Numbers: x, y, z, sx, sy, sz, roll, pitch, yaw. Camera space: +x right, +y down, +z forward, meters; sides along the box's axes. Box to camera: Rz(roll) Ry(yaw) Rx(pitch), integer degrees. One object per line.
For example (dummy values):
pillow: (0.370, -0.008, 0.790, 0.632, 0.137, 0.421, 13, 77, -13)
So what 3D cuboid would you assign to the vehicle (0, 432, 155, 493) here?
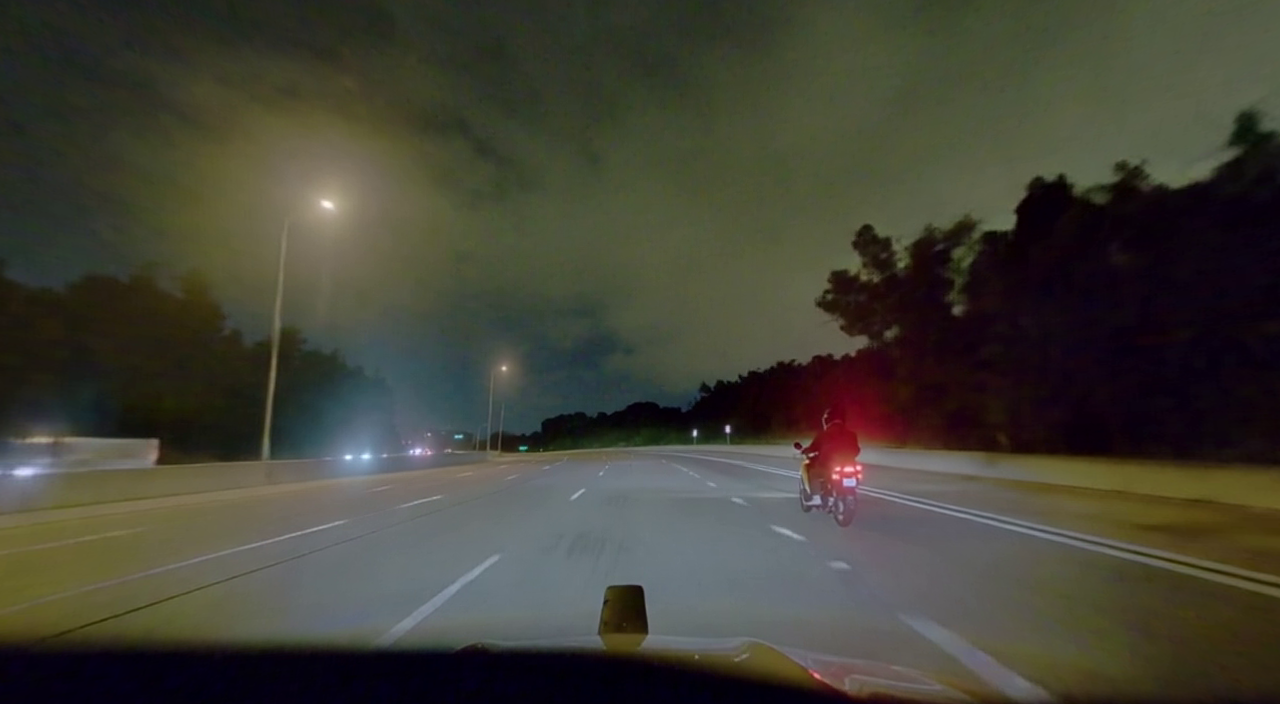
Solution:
vehicle: (-33.092, 6.257, 36.507, 2.948, 3.055, 9.494, 0, -8, -4)
